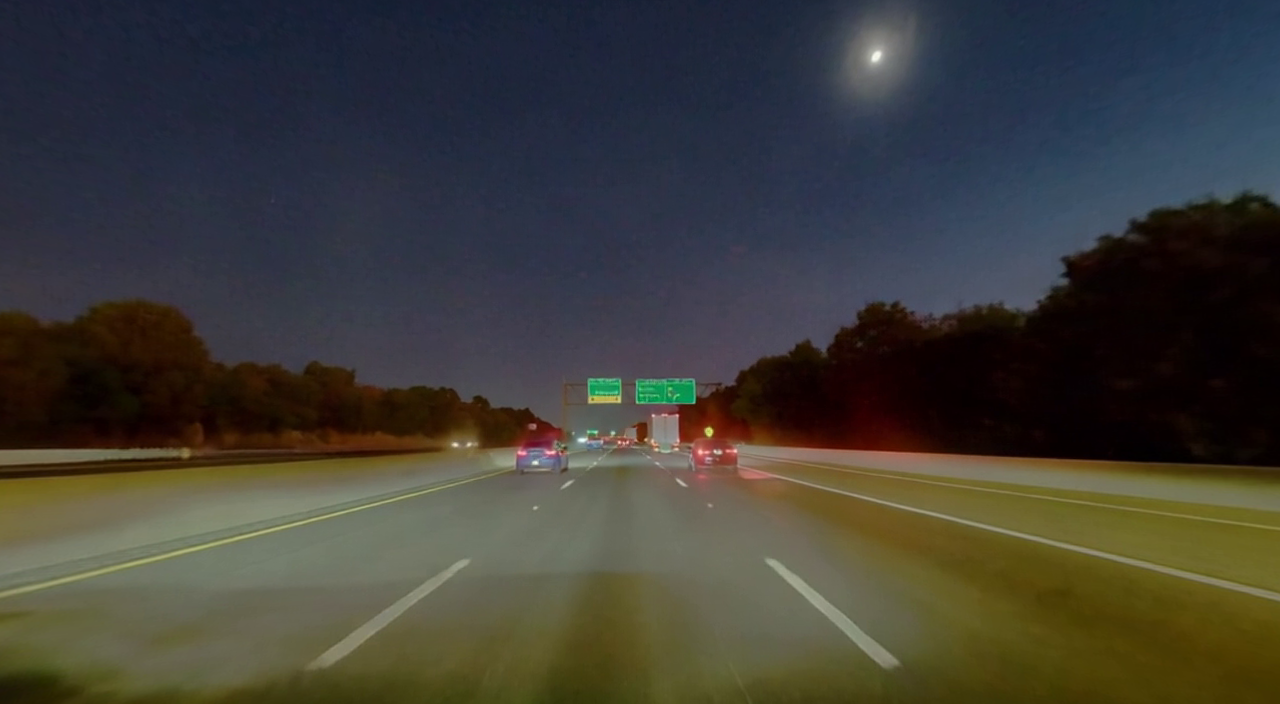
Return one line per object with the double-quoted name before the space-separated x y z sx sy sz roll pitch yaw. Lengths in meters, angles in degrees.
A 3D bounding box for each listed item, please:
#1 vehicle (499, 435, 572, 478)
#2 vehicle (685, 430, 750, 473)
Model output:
"vehicle" -3.844 3.927 23.972 2.064 1.479 4.370 0 -8 0
"vehicle" 3.094 4.070 25.957 2.001 1.625 4.088 0 -8 -2
